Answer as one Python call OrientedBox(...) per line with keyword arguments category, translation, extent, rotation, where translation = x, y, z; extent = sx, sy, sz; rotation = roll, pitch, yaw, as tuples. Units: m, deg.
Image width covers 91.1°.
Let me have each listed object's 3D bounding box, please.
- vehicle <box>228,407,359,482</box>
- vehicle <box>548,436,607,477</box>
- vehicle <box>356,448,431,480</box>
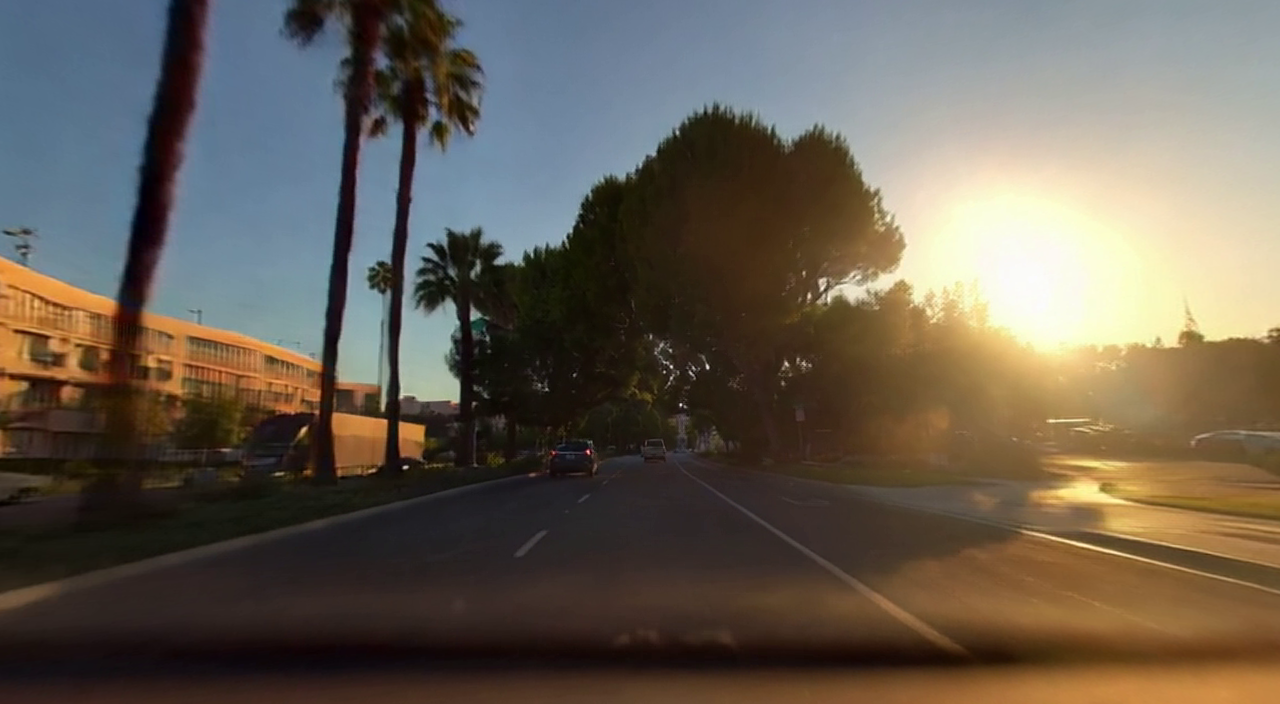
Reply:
OrientedBox(category="vehicle", translation=(-20.362, 5.598, 37.544), extent=(3.298, 4.031, 7.060), rotation=(0, -10, 3))
OrientedBox(category="vehicle", translation=(-2.939, 5.052, 30.615), extent=(2.188, 1.819, 4.667), rotation=(0, -8, 3))
OrientedBox(category="vehicle", translation=(-15.700, 7.146, 40.393), extent=(2.402, 1.844, 5.766), rotation=(0, -8, 1))
